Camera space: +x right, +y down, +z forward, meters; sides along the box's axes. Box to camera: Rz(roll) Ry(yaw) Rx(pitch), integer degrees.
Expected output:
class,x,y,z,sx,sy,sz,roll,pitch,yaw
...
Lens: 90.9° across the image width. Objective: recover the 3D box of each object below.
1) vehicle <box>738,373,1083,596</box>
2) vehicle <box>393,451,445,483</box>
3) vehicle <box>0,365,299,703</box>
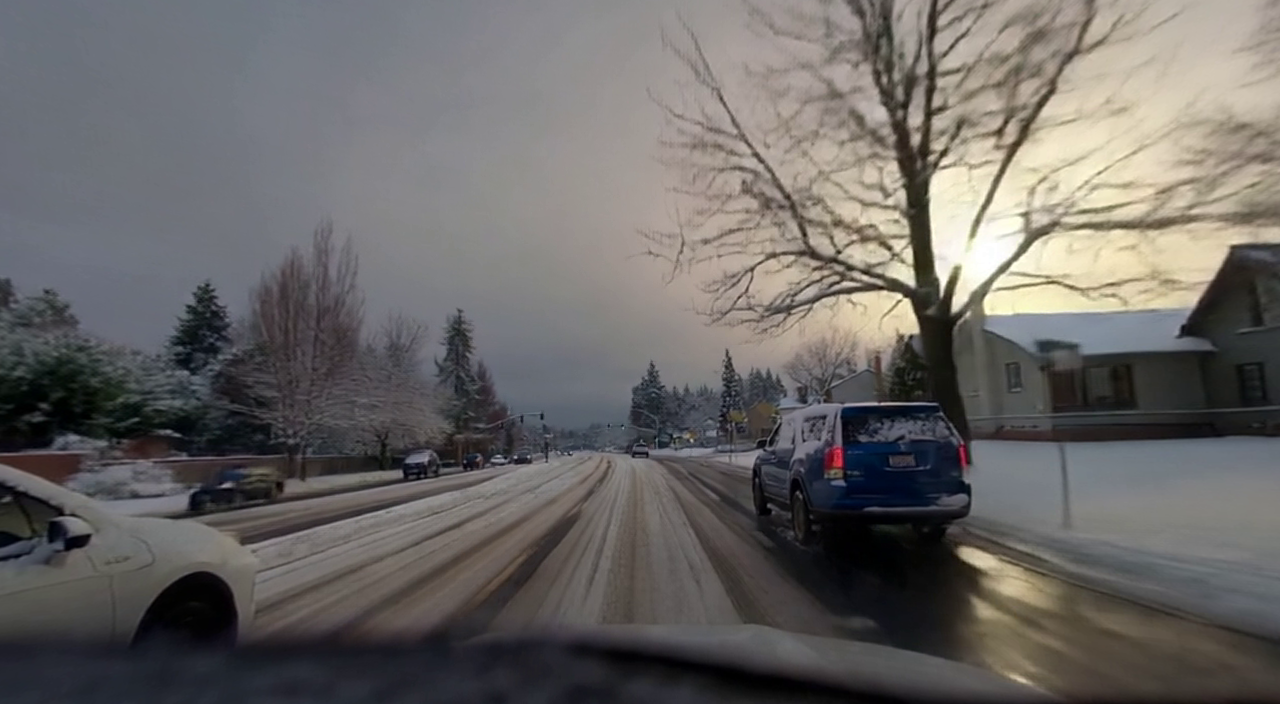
class,x,y,z,sx,sy,sz,roll,pitch,yaw
vehicle,2.962,1.653,8.771,2.338,2.063,5.592,-1,-8,1
vehicle,-13.541,7.033,38.836,1.931,1.788,4.224,0,-9,-4
vehicle,-3.333,0.836,1.891,2.058,1.659,4.514,-1,-8,0
